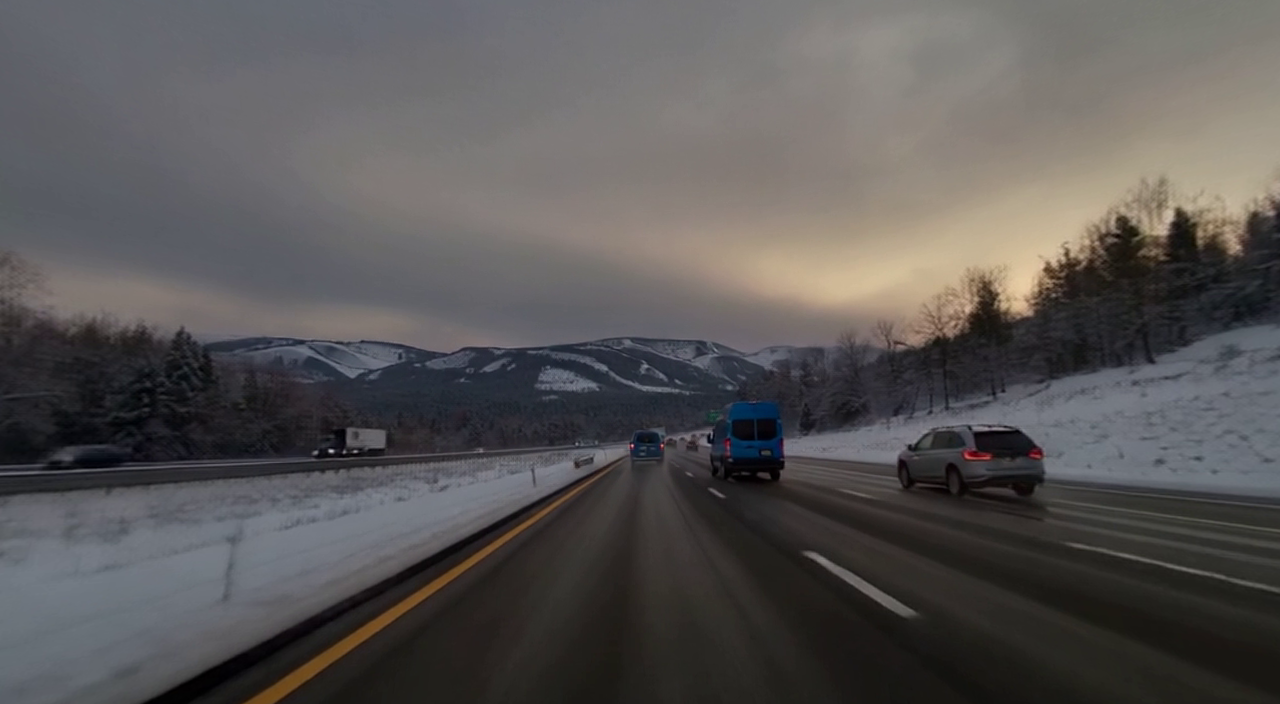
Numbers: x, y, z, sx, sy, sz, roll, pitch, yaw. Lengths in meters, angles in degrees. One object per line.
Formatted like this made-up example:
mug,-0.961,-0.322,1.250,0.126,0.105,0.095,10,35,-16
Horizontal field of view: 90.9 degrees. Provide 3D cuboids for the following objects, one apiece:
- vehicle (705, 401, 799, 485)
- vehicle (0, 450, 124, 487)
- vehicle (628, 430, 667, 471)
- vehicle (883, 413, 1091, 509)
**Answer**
vehicle,3.858,3.339,23.163,2.302,2.670,6.176,0,-8,0
vehicle,-26.653,5.324,29.192,1.802,1.546,4.238,0,-8,1
vehicle,0.419,5.605,36.037,2.131,2.122,4.473,0,-8,1
vehicle,7.957,2.554,15.209,2.240,1.925,4.854,0,-8,0
